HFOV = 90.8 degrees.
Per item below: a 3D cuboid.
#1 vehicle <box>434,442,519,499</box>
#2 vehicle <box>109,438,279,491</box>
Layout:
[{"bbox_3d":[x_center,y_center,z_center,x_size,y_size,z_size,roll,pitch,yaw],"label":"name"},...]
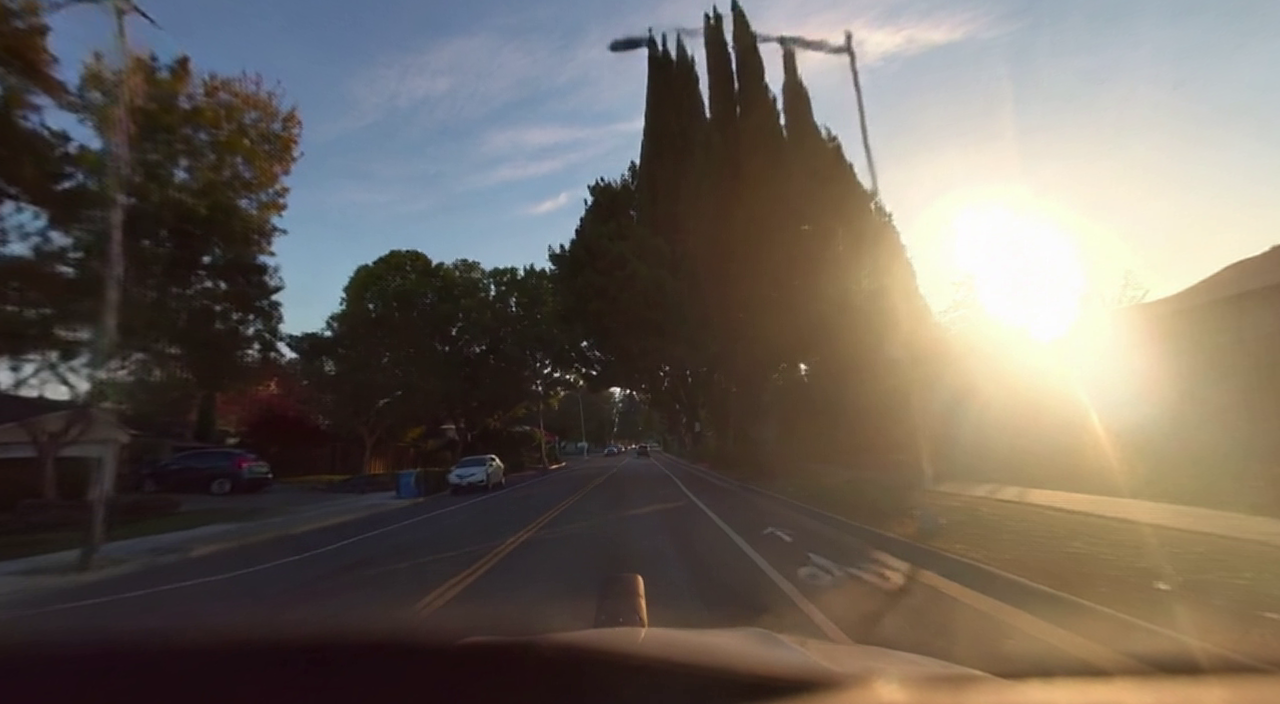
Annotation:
[{"bbox_3d":[-6.610,4.839,26.115,2.176,1.885,5.174,-5,-10,-2],"label":"vehicle"},{"bbox_3d":[-15.675,3.962,22.334,4.735,1.712,1.992,-2,-9,9],"label":"vehicle"}]
